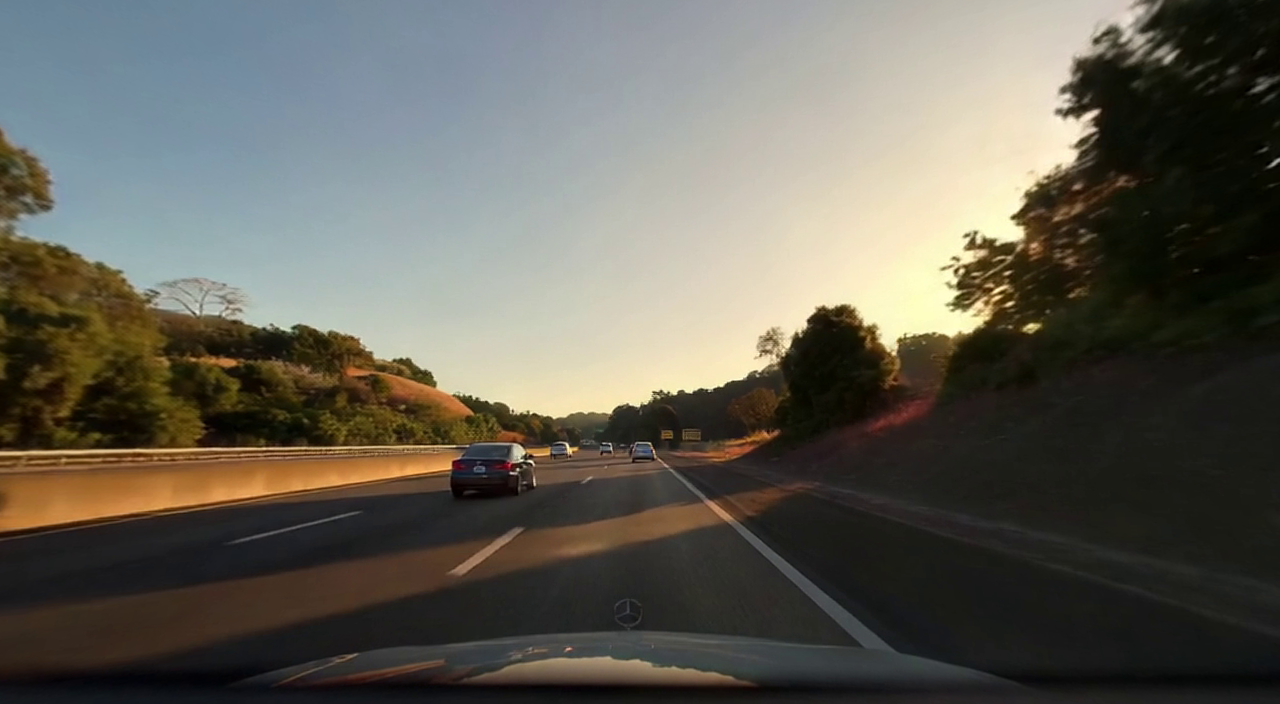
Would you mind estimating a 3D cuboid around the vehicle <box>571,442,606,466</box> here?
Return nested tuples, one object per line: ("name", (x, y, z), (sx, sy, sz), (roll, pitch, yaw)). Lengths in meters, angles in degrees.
("vehicle", (-3.432, 6.905, 42.926), (2.066, 1.497, 4.253), (0, -8, 0))

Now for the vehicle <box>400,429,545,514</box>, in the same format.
("vehicle", (-3.572, 2.631, 14.432), (2.028, 1.634, 4.441), (0, -8, 1))

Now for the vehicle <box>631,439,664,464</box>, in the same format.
("vehicle", (0.483, 7.049, 44.948), (2.259, 1.697, 4.106), (0, -8, -1))
